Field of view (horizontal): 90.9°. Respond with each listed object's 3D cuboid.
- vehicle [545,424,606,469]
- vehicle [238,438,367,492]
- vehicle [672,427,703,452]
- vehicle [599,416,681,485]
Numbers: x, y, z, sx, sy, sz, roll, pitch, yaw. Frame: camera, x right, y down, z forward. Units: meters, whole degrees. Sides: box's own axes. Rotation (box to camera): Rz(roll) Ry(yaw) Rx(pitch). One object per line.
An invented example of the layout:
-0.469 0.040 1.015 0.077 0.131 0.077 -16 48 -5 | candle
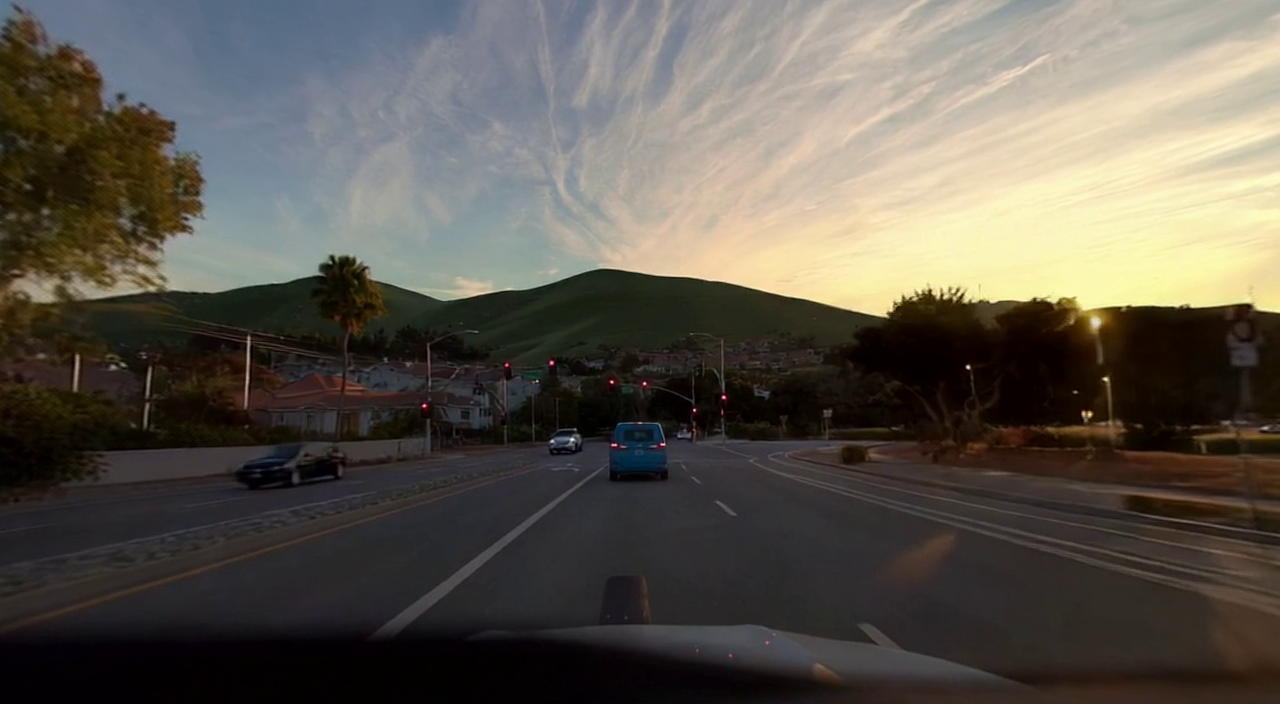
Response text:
-2.747 4.168 27.811 2.131 1.783 4.540 0 -8 1 | vehicle
-10.380 3.484 19.841 1.991 1.469 4.596 1 -8 -7 | vehicle
3.313 6.215 44.565 1.817 1.662 3.843 0 -8 -1 | vehicle
0.047 2.950 19.036 2.185 1.822 4.391 0 -8 1 | vehicle
